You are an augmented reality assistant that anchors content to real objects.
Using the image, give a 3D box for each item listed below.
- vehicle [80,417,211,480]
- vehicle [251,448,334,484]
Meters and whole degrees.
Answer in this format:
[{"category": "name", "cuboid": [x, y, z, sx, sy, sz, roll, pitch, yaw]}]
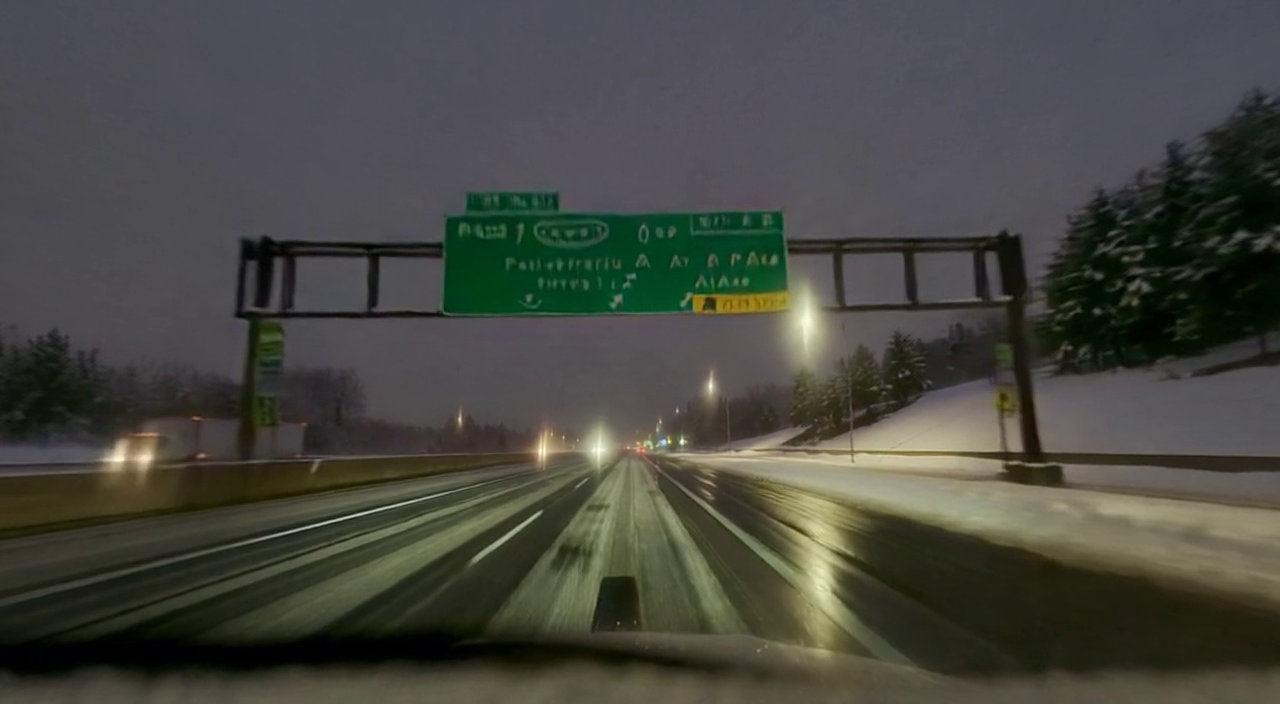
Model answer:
[{"category": "vehicle", "cuboid": [-34.299, 6.742, 44.323, 3.001, 4.027, 7.439, 0, -8, 0]}, {"category": "vehicle", "cuboid": [-19.140, 6.266, 35.080, 1.896, 1.743, 4.697, 0, -8, 0]}]
